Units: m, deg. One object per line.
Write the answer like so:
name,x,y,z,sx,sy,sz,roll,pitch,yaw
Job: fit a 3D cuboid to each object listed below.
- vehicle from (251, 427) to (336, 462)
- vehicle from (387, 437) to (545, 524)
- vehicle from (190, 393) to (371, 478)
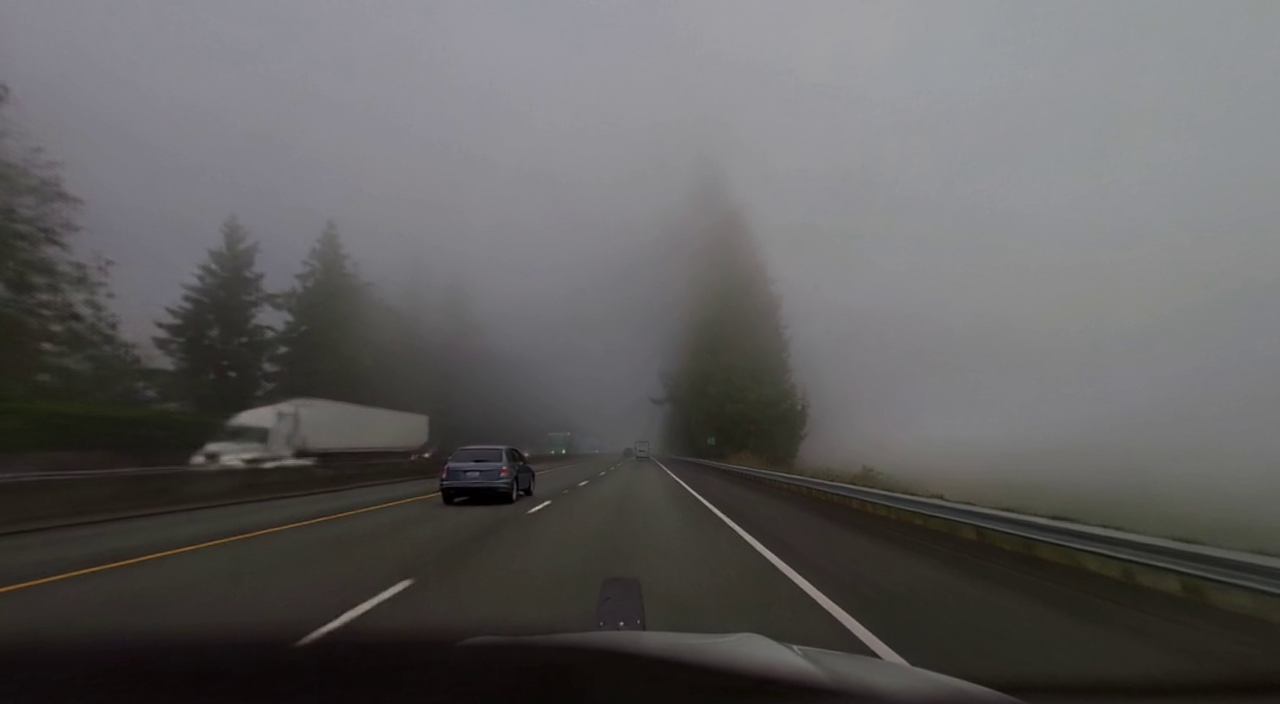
vehicle,-16.949,4.592,31.066,1.826,1.580,4.127,0,-9,0
vehicle,-3.399,2.624,13.408,1.969,1.505,4.636,0,-9,1
vehicle,-17.174,4.265,31.418,2.929,3.546,10.119,0,-9,0
